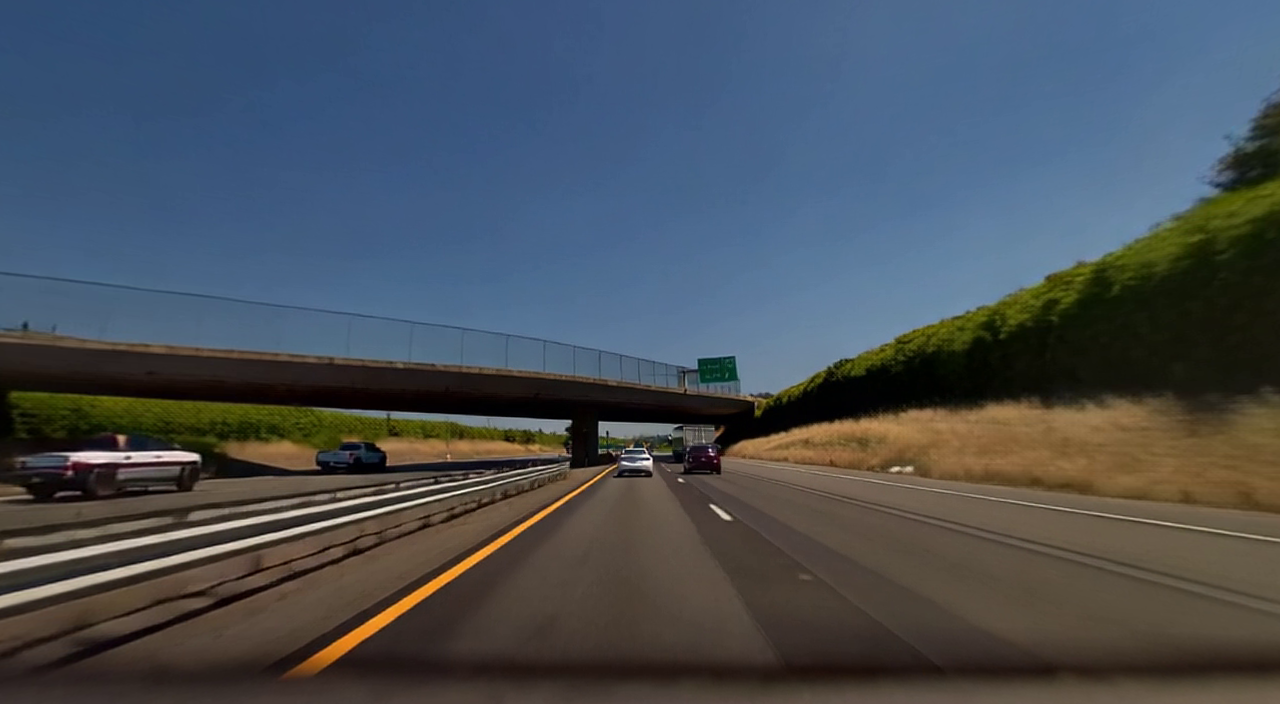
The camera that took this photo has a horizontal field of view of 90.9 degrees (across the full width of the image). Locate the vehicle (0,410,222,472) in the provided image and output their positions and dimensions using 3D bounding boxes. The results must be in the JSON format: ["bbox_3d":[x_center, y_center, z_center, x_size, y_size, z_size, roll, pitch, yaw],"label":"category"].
[{"bbox_3d":[-35.823,6.294,43.725,2.892,3.450,16.147,0,-9,-1],"label":"vehicle"}]

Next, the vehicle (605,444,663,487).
[{"bbox_3d":[-0.211,4.127,23.121,1.970,1.441,3.846,0,-9,0],"label":"vehicle"}]

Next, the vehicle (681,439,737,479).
[{"bbox_3d":[3.134,4.981,29.503,2.048,1.704,4.284,0,-9,-1],"label":"vehicle"}]
